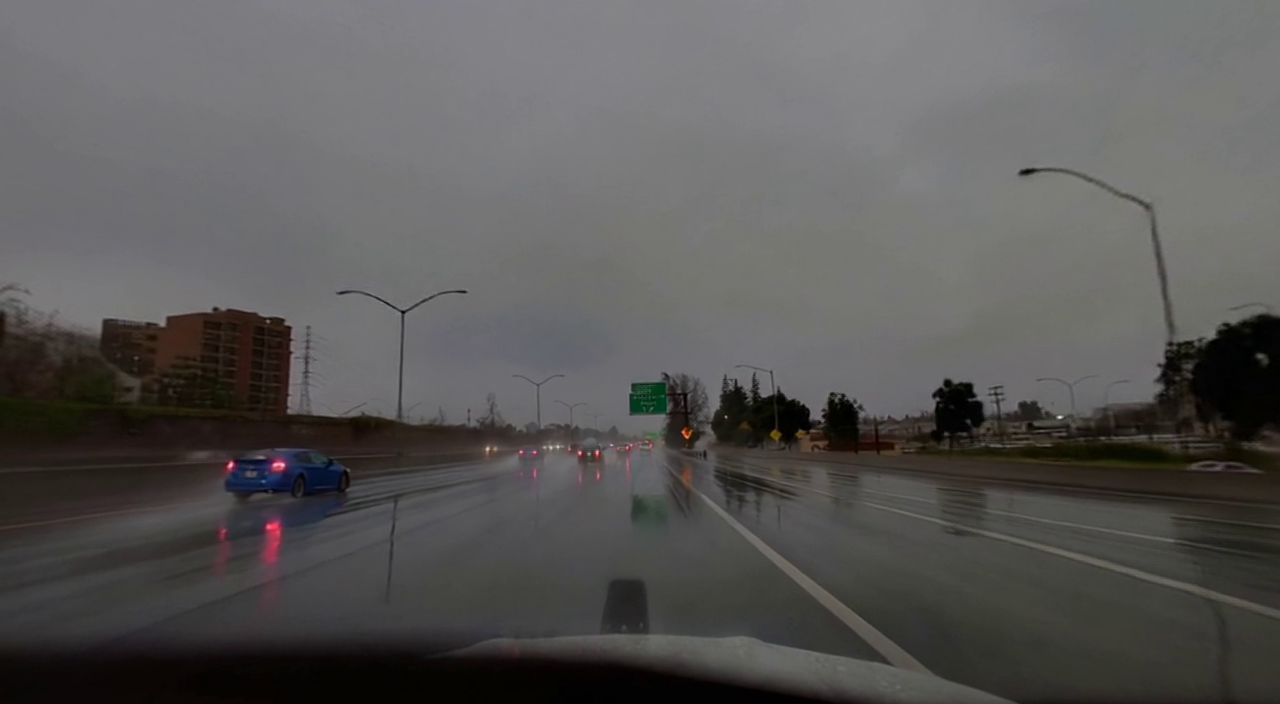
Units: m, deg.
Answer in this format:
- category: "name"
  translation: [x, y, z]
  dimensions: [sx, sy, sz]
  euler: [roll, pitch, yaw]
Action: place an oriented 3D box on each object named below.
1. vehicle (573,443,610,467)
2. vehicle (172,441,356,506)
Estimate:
- category: "vehicle"
  translation: [-3.129, 6.721, 41.515]
  dimensions: [2.050, 1.479, 4.342]
  euler: [0, -8, 1]
- category: "vehicle"
  translation: [-10.034, 3.241, 17.423]
  dimensions: [2.002, 1.526, 4.822]
  euler: [0, -8, 1]
